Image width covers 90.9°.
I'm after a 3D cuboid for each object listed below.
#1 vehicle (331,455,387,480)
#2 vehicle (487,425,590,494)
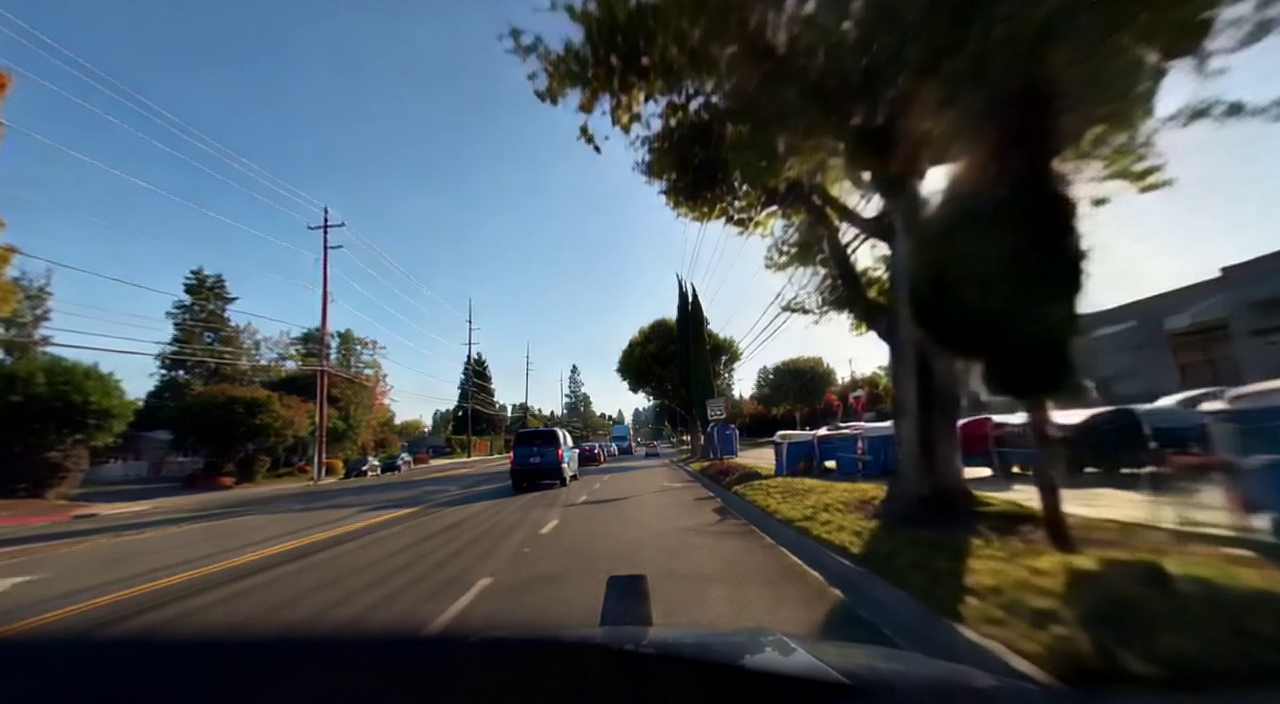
[{"bbox_3d":[-19.617,8.056,44.205,2.099,1.449,4.749,1,-8,-5],"label":"vehicle"},{"bbox_3d":[-2.915,3.239,19.361,2.180,1.818,5.117,0,-8,2],"label":"vehicle"}]
